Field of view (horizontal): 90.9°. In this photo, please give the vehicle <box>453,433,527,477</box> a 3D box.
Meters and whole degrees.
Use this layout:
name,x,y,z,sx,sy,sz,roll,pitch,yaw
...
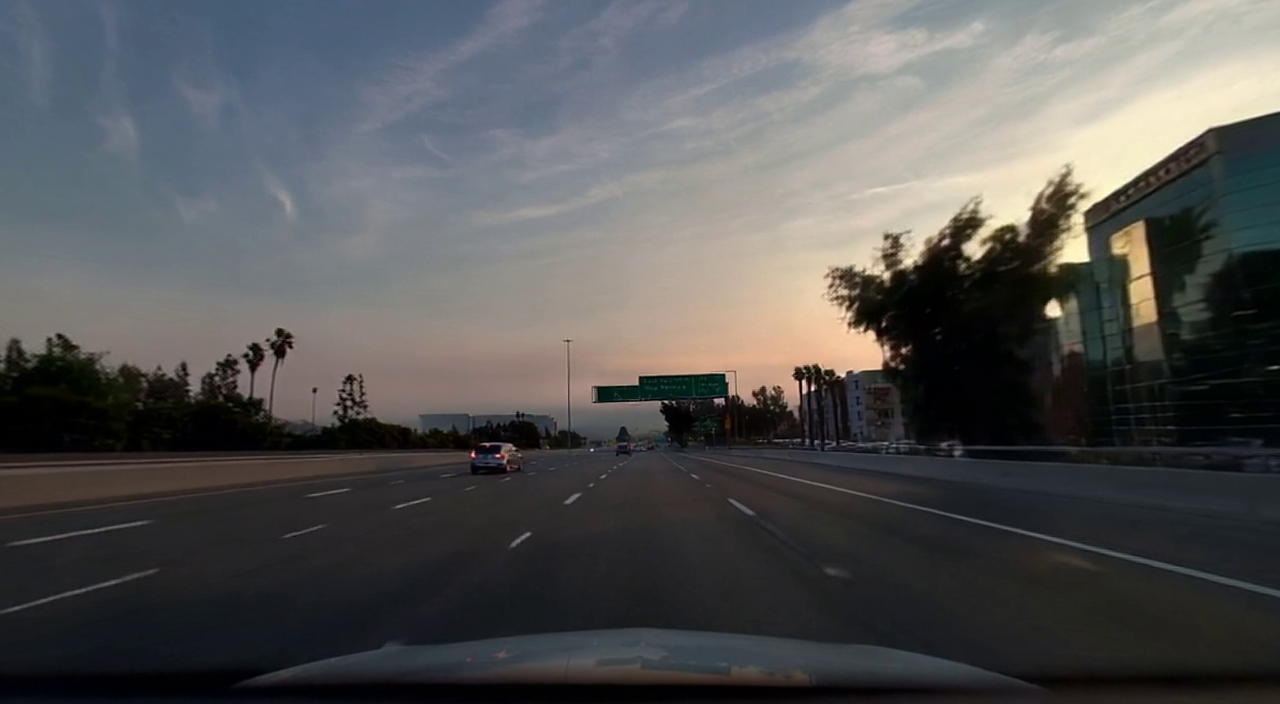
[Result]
name,x,y,z,sx,sy,sz,roll,pitch,yaw
vehicle,-6.696,4.667,28.806,2.145,1.793,4.762,-1,-8,1
